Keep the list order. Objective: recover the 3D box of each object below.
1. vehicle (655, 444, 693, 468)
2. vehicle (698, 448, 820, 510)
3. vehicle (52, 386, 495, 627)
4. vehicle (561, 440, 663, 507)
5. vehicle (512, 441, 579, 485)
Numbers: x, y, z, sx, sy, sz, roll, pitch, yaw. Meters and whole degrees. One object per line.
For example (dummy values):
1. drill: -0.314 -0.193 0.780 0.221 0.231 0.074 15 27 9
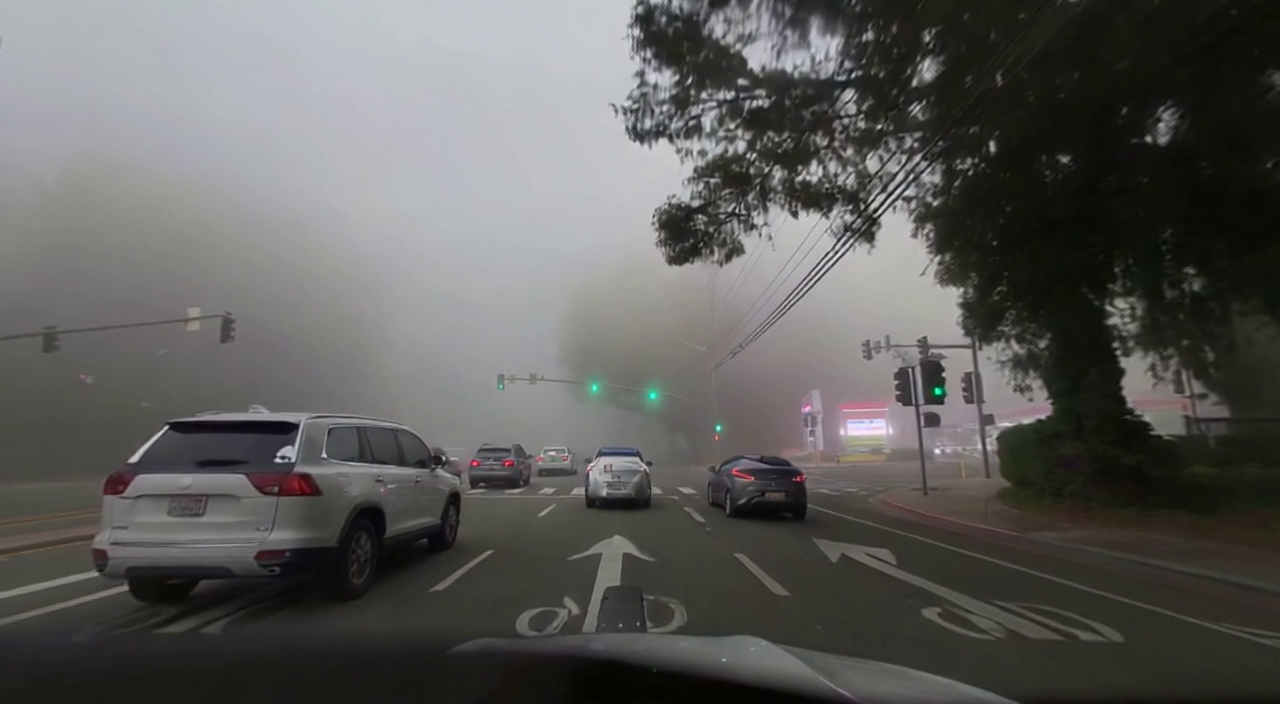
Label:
1. vehicle: 2.230 6.934 42.342 2.069 1.464 4.599 0 -8 -2
2. vehicle: 2.759 3.060 15.792 2.065 1.302 4.416 0 -8 -2
3. vehicle: -3.041 1.388 6.669 1.922 1.642 4.547 0 -8 0
4. vehicle: -0.670 2.931 15.755 2.189 1.437 4.135 0 -8 -2
5. vehicle: -3.540 4.231 24.448 1.953 1.530 4.335 0 -8 0
